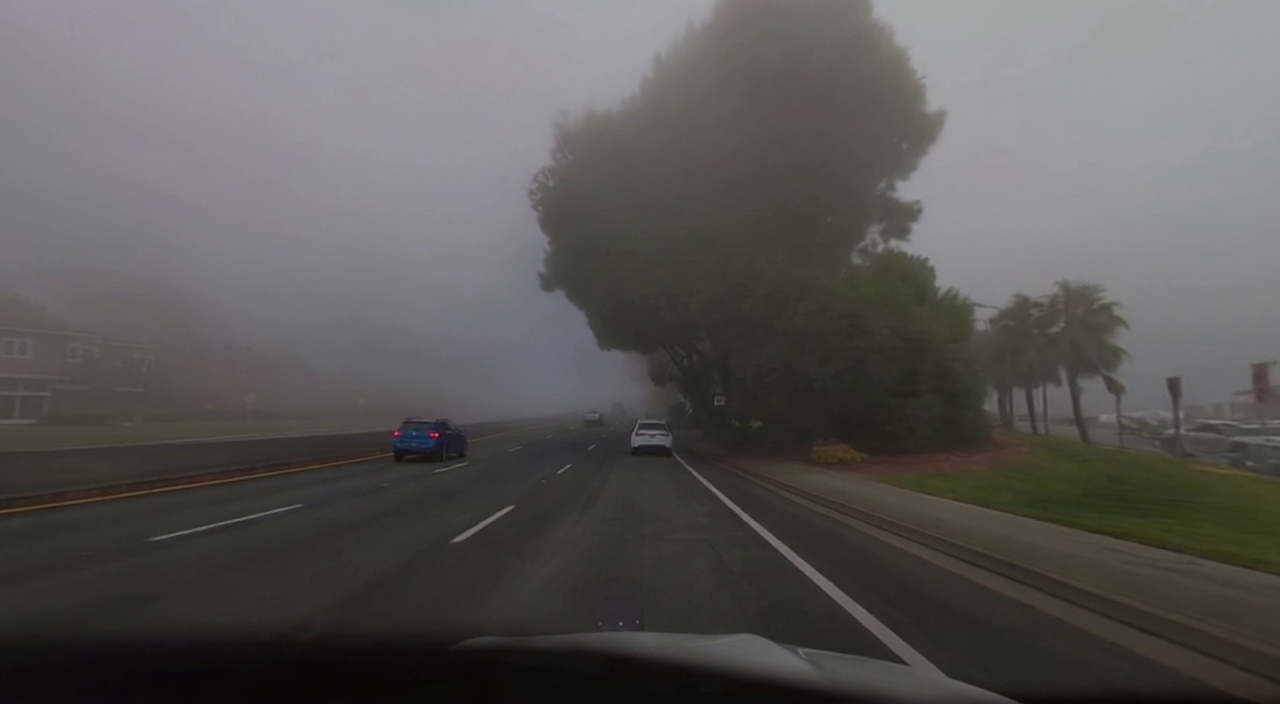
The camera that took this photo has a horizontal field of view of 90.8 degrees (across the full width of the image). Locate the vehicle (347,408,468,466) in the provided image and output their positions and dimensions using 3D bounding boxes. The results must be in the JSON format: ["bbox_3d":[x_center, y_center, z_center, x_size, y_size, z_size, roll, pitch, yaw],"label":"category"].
[{"bbox_3d":[-7.440,2.838,20.872,1.997,1.650,5.090,0,-8,1],"label":"vehicle"}]

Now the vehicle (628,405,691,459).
[{"bbox_3d":[0.688,3.064,23.836,2.125,1.830,4.370,0,-8,1],"label":"vehicle"}]

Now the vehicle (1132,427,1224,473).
[{"bbox_3d":[22.973,4.191,27.167,2.057,1.548,4.150,4,-6,27],"label":"vehicle"}]
